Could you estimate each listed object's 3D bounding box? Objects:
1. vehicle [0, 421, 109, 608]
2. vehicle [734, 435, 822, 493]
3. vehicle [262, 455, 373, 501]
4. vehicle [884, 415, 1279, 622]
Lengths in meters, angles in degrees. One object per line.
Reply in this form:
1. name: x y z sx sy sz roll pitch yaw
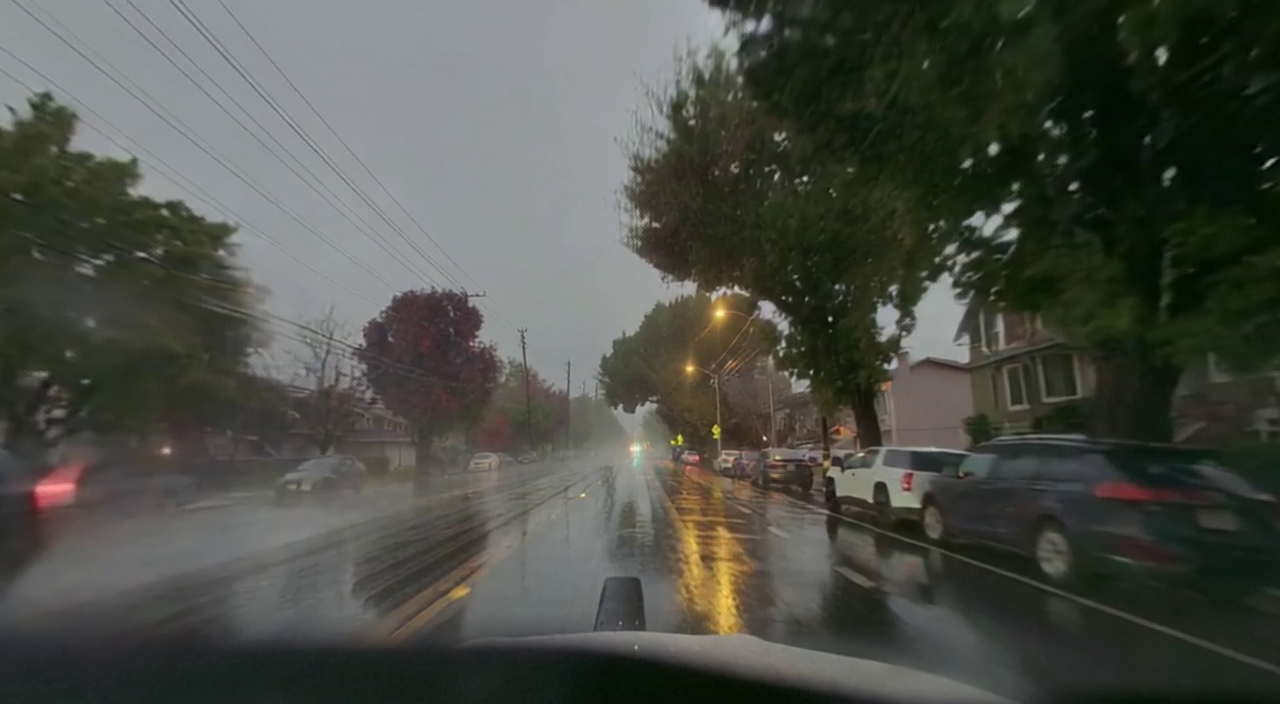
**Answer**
1. vehicle: -6.861 1.334 4.699 1.957 1.700 4.318 0 -8 0
2. vehicle: 5.003 4.117 23.570 2.123 1.928 4.752 0 -8 -1
3. vehicle: -12.150 4.744 24.096 1.865 1.479 4.325 0 -8 2
4. vehicle: 4.955 1.775 7.790 1.962 1.748 4.659 0 -8 0
